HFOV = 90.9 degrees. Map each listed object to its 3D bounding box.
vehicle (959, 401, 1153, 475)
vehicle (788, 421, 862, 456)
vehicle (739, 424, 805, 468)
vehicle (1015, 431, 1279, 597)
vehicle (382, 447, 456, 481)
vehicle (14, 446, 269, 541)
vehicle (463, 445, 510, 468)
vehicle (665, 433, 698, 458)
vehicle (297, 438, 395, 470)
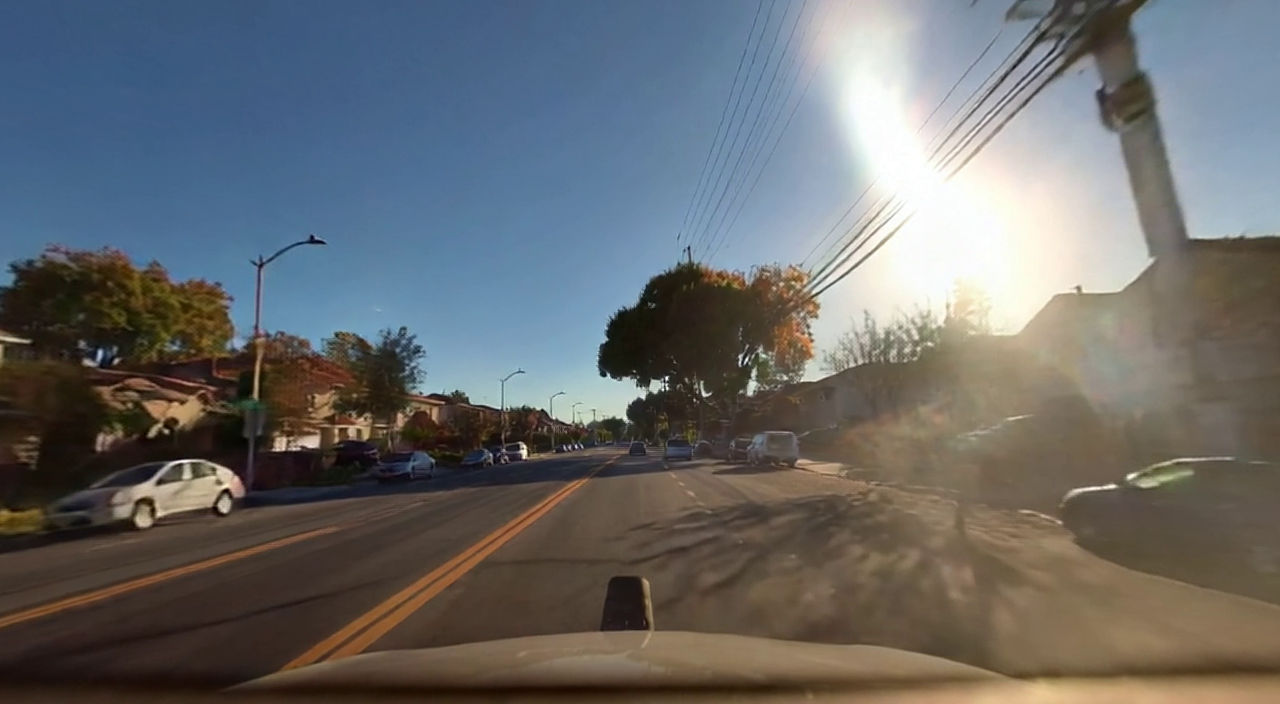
[{"bbox_3d":[12.830,2.668,19.683,4.496,1.773,1.972,-5,-8,-1],"label":"vehicle"},{"bbox_3d":[12.898,6.080,44.126,4.305,1.844,2.135,-7,-9,1],"label":"vehicle"},{"bbox_3d":[6.720,4.885,32.772,2.274,2.090,5.465,0,-8,0],"label":"vehicle"},{"bbox_3d":[6.581,1.608,6.877,2.070,1.428,4.636,0,-8,-1],"label":"vehicle"},{"bbox_3d":[-10.610,5.395,30.635,1.896,1.495,4.425,0,-8,1],"label":"vehicle"},{"bbox_3d":[-10.552,2.952,13.948,1.965,1.675,4.577,0,-8,-2],"label":"vehicle"},{"bbox_3d":[-10.345,7.046,42.740,2.098,1.503,4.113,0,-8,0],"label":"vehicle"},{"bbox_3d":[3.043,6.945,47.003,2.070,1.765,4.731,0,-8,-1],"label":"vehicle"},{"bbox_3d":[-17.551,6.091,37.813,4.745,1.810,2.197,0,-8,2],"label":"vehicle"}]
